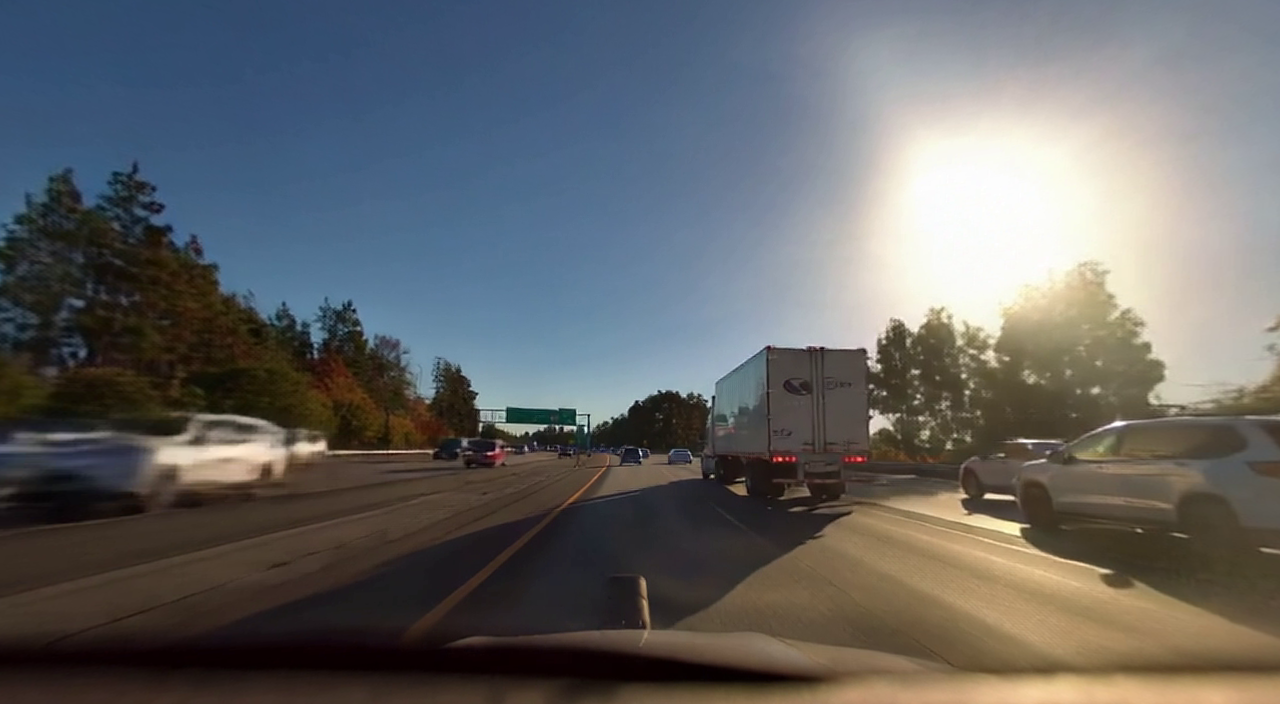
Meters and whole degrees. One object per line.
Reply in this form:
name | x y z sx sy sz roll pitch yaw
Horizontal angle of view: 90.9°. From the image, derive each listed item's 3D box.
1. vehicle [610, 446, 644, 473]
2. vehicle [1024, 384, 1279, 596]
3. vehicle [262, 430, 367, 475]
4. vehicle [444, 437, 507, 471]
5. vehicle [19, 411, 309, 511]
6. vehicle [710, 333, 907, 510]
vehicle | -0.827 6.900 40.509 2.111 1.599 3.859 0 -9 -1
vehicle | 6.808 1.417 6.795 2.128 1.872 5.043 0 -9 0
vehicle | -11.666 3.636 22.851 1.858 1.489 3.611 0 -9 0
vehicle | -8.085 5.072 31.442 1.839 1.512 4.771 0 -9 1
vehicle | -8.412 2.001 11.848 1.952 1.500 4.487 0 -9 0
vehicle | 4.552 2.627 21.276 2.890 4.006 14.039 0 -9 0
